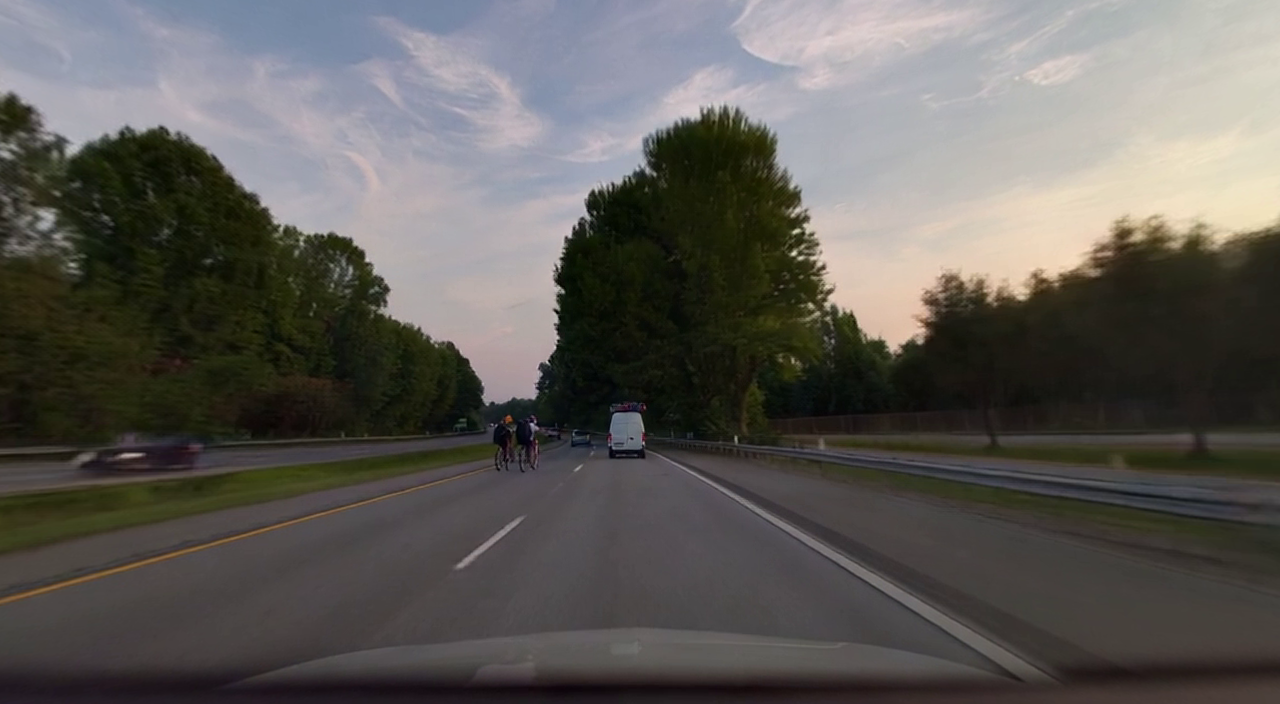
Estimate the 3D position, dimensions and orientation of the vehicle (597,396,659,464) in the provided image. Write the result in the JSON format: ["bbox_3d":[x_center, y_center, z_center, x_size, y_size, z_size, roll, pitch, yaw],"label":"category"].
[{"bbox_3d":[-0.684,3.784,30.286,2.647,2.896,6.480,1,-8,-3],"label":"vehicle"}]

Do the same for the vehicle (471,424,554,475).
[{"bbox_3d":[-4.439,3.442,22.649,2.110,1.636,4.453,0,-8,-1],"label":"vehicle"}]

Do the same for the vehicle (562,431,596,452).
[{"bbox_3d":[-4.425,6.546,46.142,2.251,1.459,4.236,0,-8,-2],"label":"vehicle"}]

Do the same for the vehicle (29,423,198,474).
[{"bbox_3d":[-16.493,3.014,20.070,1.735,1.433,4.237,1,-7,-1],"label":"vehicle"}]
